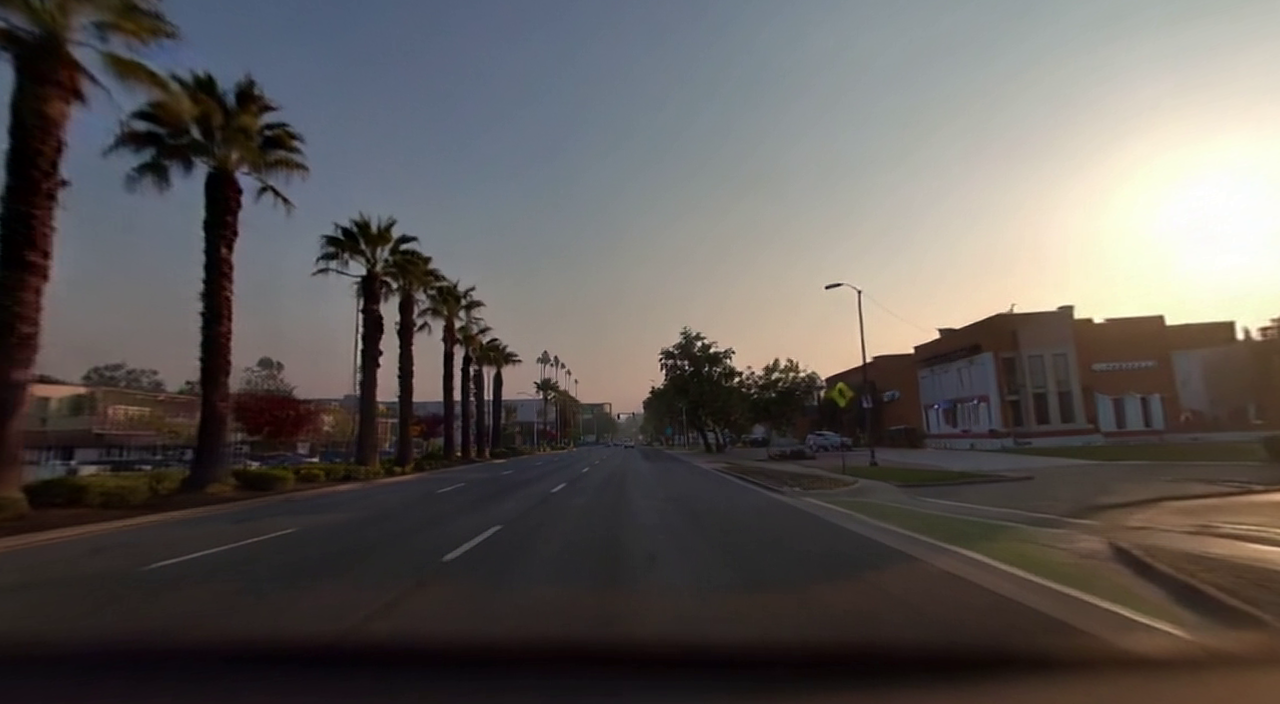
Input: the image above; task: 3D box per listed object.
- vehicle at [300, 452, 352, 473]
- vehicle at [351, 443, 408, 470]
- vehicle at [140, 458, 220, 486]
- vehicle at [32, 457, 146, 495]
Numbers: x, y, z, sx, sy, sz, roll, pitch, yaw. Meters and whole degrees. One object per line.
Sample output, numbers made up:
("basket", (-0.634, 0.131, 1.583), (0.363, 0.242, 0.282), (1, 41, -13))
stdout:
("vehicle", (-24.563, 8.622, 49.576), (1.837, 1.492, 4.629), (0, -8, -2))
("vehicle", (-17.550, 7.049, 42.744), (2.019, 1.694, 4.401), (0, -8, -1))
("vehicle", (-27.632, 7.187, 38.093), (1.771, 1.494, 4.088), (-1, -8, -1))
("vehicle", (-27.406, 6.145, 31.663), (1.938, 1.667, 4.364), (0, -8, -4))
